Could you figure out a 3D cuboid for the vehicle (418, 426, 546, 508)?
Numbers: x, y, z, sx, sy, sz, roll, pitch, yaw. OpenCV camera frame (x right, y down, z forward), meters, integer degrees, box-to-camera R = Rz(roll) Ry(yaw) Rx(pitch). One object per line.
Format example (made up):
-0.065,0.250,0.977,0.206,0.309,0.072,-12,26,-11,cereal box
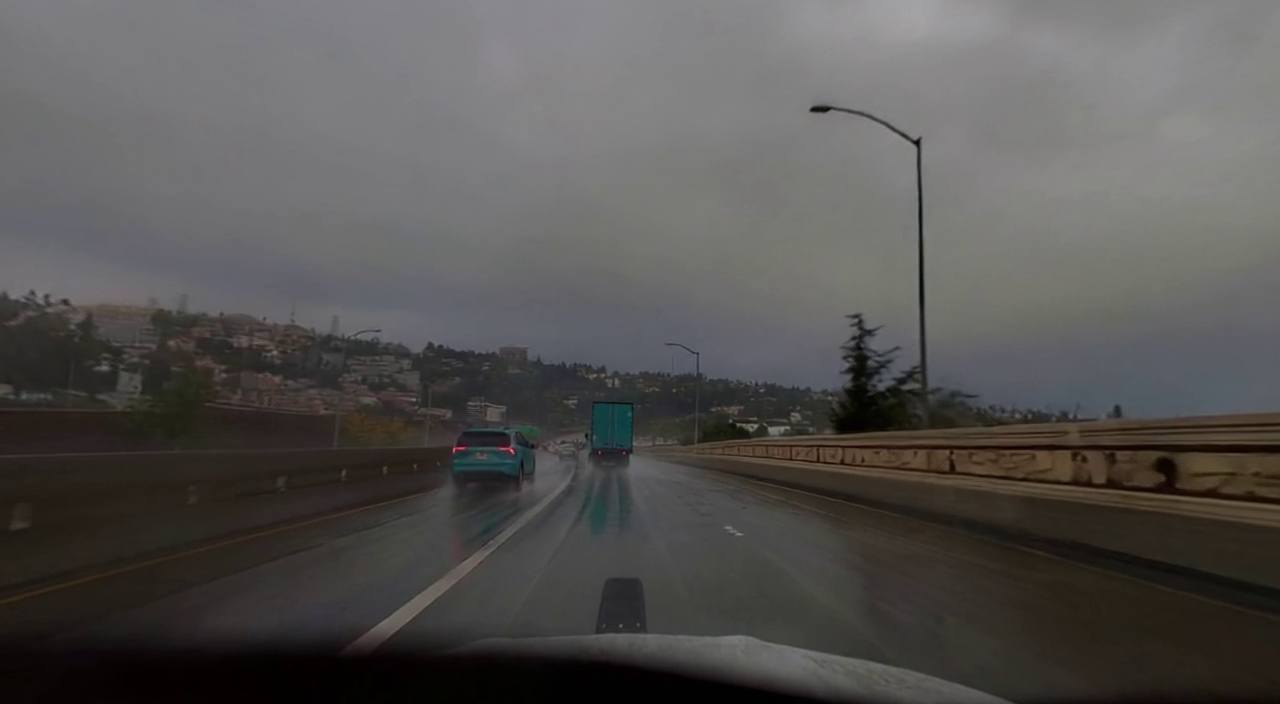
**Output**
-3.704,2.791,15.683,2.041,1.734,4.391,0,-9,0,vehicle

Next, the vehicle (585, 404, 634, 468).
-2.124,6.162,45.491,2.959,3.975,12.918,1,-9,-2,vehicle

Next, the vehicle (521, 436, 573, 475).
-4.454,5.042,30.874,2.044,1.740,4.361,1,-9,-2,vehicle
